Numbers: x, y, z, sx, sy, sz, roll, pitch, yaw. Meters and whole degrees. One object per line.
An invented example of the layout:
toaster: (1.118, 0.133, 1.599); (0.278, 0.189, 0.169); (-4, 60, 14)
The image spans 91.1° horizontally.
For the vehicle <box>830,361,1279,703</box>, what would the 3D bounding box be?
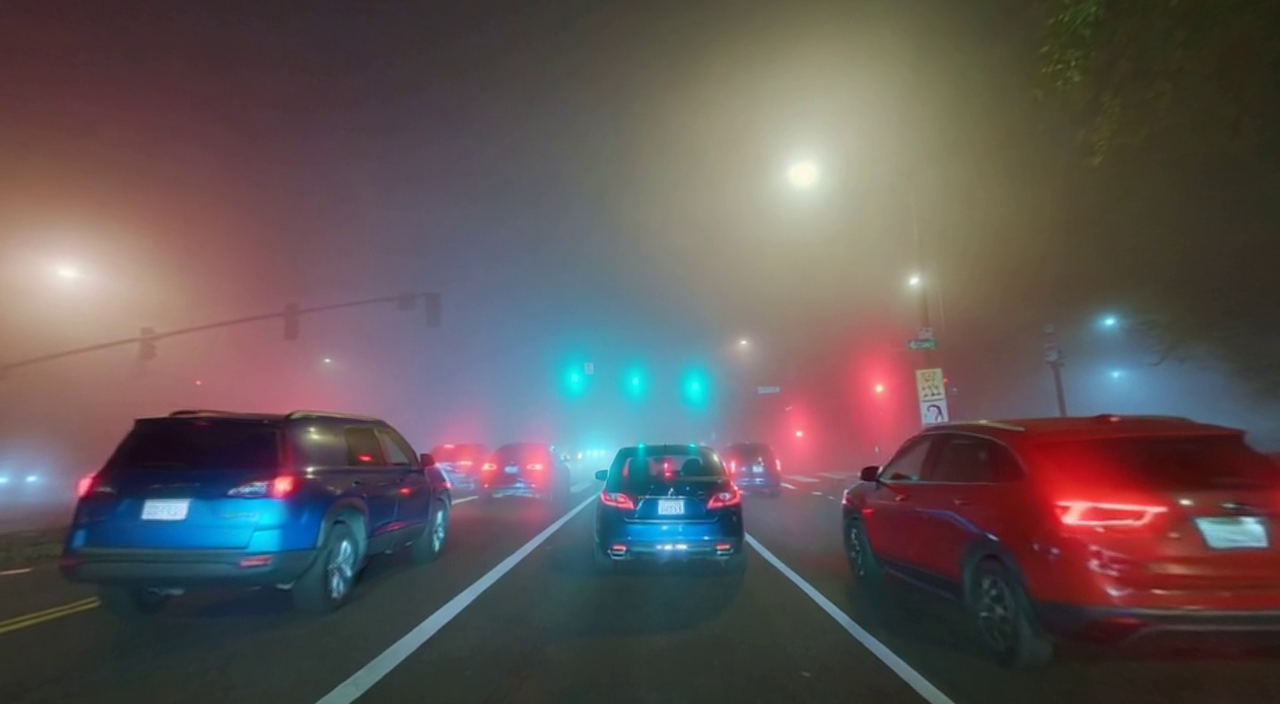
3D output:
vehicle: (3.129, 1.236, 4.929); (1.880, 1.747, 4.500); (0, -8, 1)

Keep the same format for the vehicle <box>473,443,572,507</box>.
vehicle: (-3.059, 3.267, 17.226); (1.868, 1.516, 4.114); (0, -8, 1)

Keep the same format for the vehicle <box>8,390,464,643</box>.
vehicle: (-3.455, 1.470, 6.632); (1.889, 1.767, 4.289); (0, -8, 1)

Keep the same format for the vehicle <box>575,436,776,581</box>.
vehicle: (0.328, 1.895, 8.437); (2.051, 1.460, 3.932); (0, -8, -1)
